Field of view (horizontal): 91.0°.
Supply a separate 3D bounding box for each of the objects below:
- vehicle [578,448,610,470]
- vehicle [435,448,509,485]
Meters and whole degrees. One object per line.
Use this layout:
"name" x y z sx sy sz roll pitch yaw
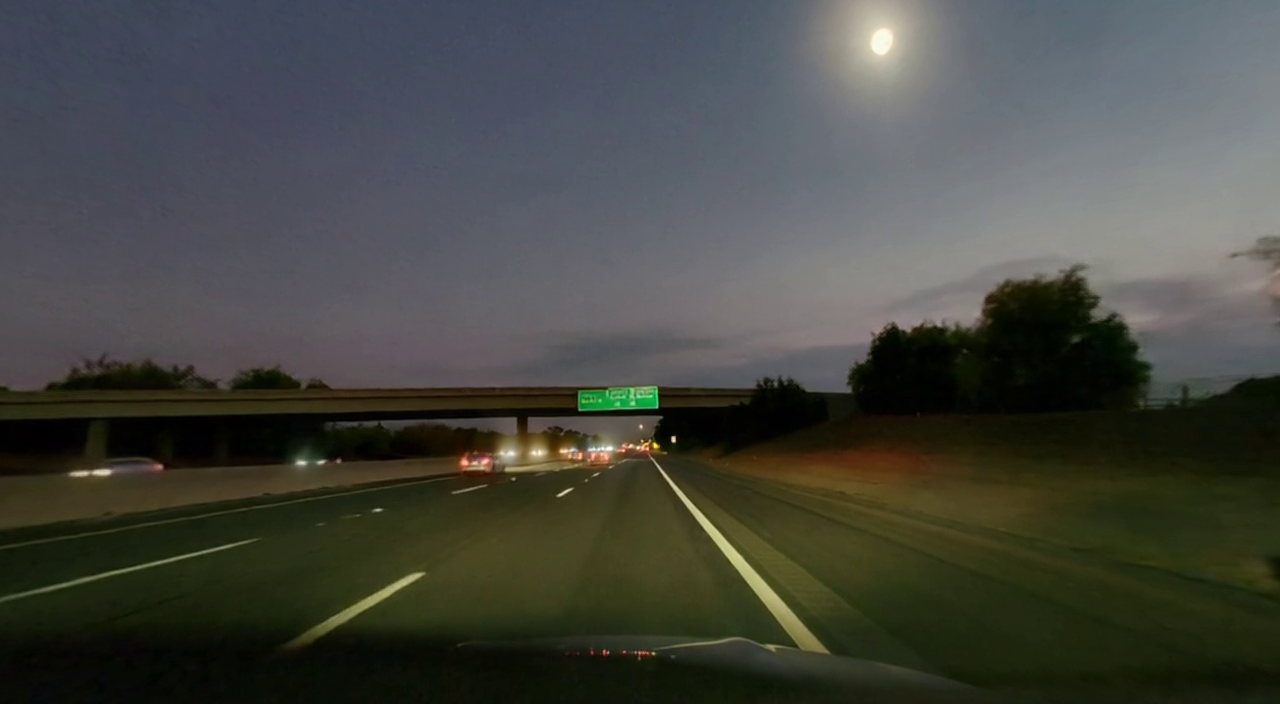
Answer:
"vehicle" -3.552 8.315 49.050 2.102 1.571 4.666 0 -9 0
"vehicle" -7.475 5.138 28.551 2.002 1.507 4.631 0 -9 1
